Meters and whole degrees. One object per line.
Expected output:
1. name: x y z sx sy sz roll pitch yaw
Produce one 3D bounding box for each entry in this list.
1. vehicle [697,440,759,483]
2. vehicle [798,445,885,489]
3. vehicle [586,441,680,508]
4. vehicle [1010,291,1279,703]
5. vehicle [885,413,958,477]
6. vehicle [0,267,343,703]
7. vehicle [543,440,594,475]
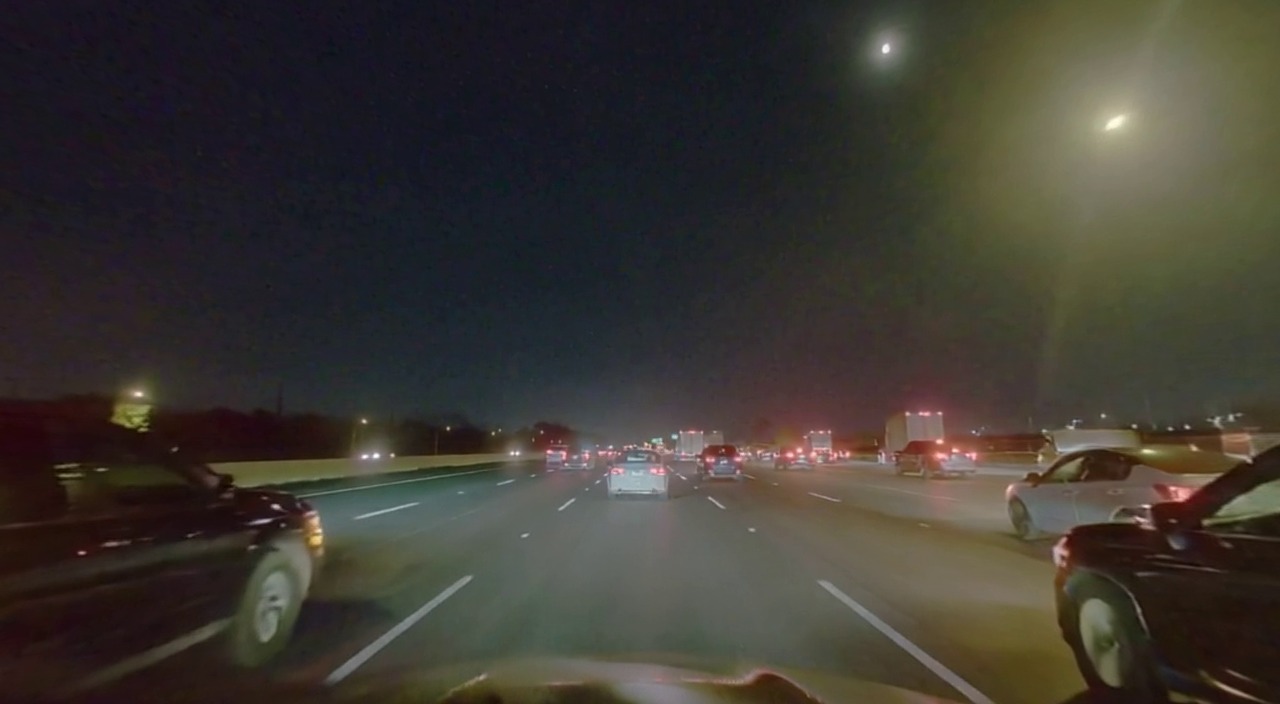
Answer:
1. vehicle: 3.707 4.669 27.161 2.053 1.666 4.106 0 -9 0
2. vehicle: 7.515 4.317 23.955 1.942 1.482 4.250 0 -9 0
3. vehicle: -0.132 3.098 16.339 2.132 1.499 4.038 0 -9 1
4. vehicle: 3.410 0.611 1.465 2.215 1.879 4.845 0 -9 1
5. vehicle: 17.333 5.768 38.983 2.777 3.740 3.338 1 -9 -1
6. vehicle: -3.691 0.641 2.258 2.510 1.959 5.372 0 -9 1
7. vehicle: -3.747 5.648 33.960 2.079 1.741 4.436 0 -9 2
